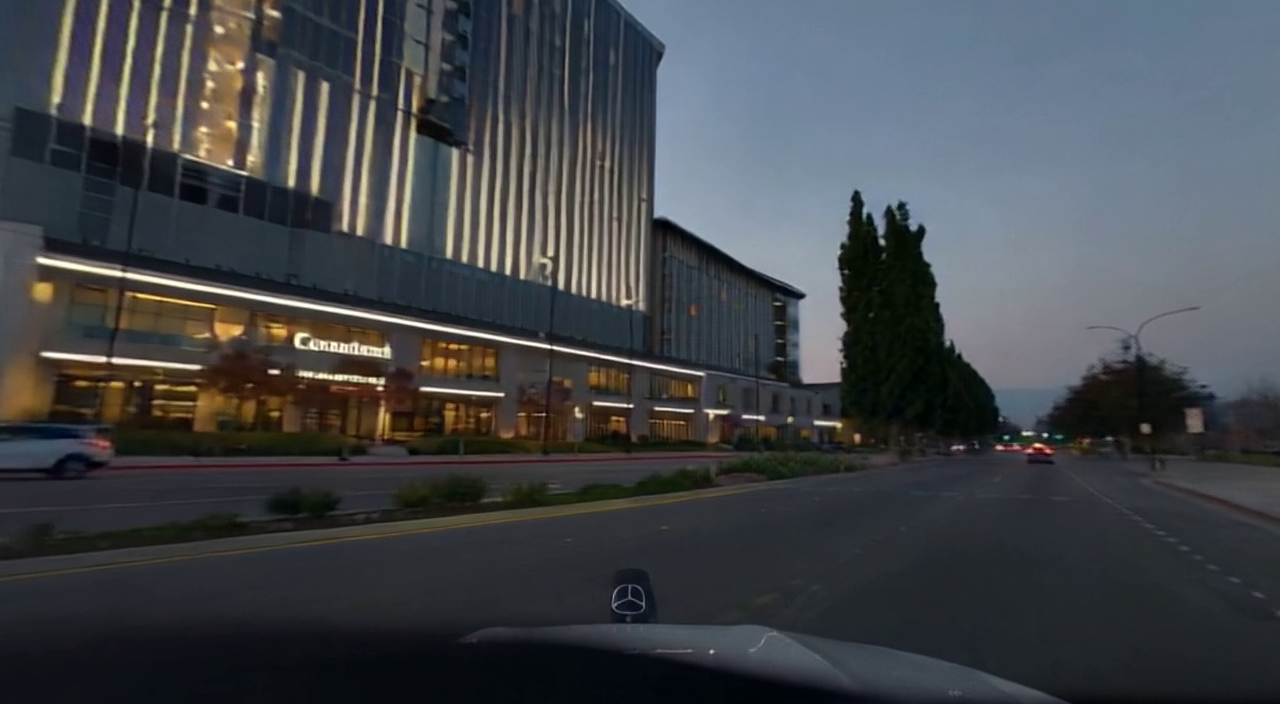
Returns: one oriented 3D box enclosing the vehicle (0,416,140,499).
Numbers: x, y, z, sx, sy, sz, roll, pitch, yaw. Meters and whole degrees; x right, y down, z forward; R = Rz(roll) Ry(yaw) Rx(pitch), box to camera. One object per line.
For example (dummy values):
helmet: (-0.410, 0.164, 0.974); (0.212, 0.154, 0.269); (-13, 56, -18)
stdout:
vehicle: (-14.652, 2.368, 14.165); (2.030, 1.775, 4.713); (-6, -10, 32)

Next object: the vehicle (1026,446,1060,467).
vehicle: (31.573, 8.179, 49.272); (2.055, 1.503, 4.632); (-5, -10, 31)
